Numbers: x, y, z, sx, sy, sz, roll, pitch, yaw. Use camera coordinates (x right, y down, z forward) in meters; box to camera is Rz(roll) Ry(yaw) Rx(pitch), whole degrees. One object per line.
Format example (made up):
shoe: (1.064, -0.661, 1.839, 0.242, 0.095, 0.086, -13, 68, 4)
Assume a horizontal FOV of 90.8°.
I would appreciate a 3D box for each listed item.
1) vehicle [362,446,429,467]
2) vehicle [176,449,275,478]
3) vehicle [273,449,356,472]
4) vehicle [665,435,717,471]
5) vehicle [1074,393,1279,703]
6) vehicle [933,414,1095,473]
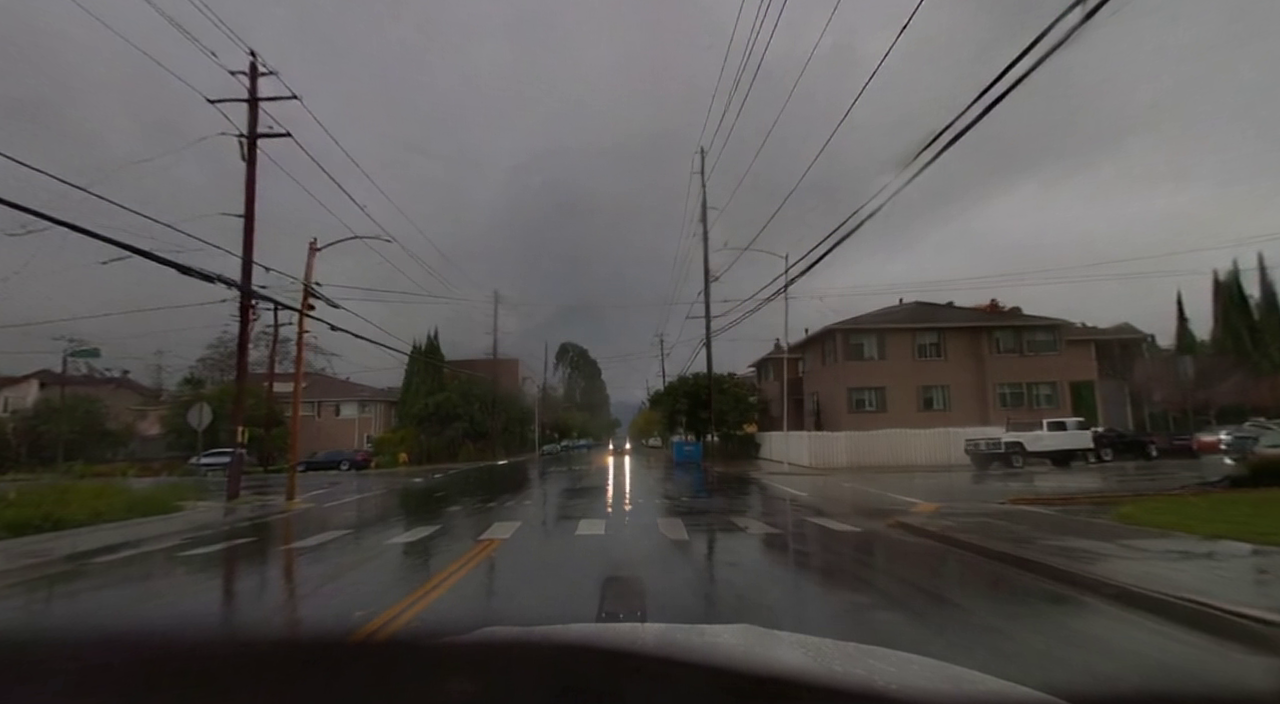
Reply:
vehicle: (-18.516, 7.940, 47.974, 1.835, 1.463, 4.469, -4, -10, 32)
vehicle: (-25.061, 6.729, 38.392, 1.814, 1.462, 4.703, -8, -10, 30)
vehicle: (-22.009, 7.329, 42.875, 1.797, 1.446, 4.694, -4, -10, 30)
vehicle: (2.373, 4.893, 30.652, 1.999, 1.604, 4.065, 0, -9, -3)
vehicle: (3.088, 0.653, 0.465, 2.053, 1.501, 4.765, 0, -9, -2)
vehicle: (12.926, 3.186, 22.028, 4.375, 1.733, 1.953, -2, -9, -5)
